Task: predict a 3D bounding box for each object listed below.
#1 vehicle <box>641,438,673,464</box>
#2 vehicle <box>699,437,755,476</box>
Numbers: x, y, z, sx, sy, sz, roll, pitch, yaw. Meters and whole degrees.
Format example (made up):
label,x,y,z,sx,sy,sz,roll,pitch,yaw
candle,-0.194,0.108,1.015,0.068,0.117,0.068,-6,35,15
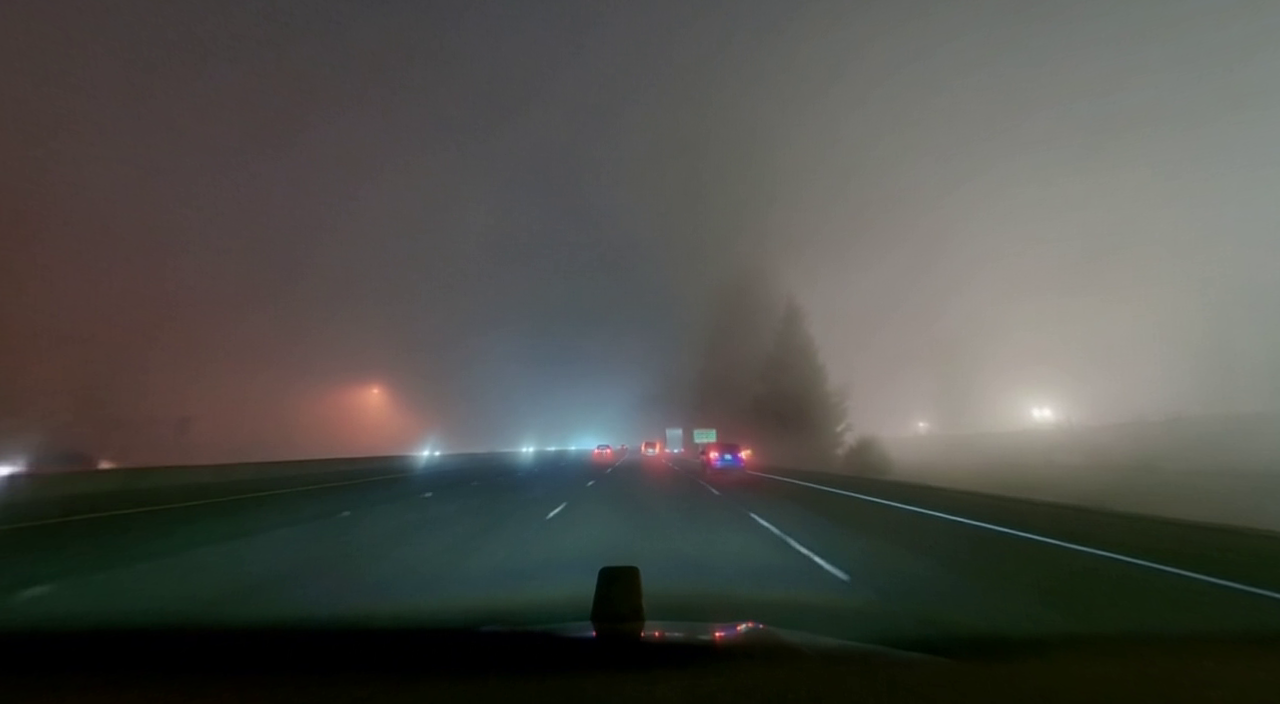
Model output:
label,x,y,z,sx,sy,sz,roll,pitch,yaw
vehicle,1.214,7.378,46.933,2.205,1.785,4.423,0,-9,0
vehicle,4.079,4.972,30.143,2.082,1.720,4.393,0,-9,0
